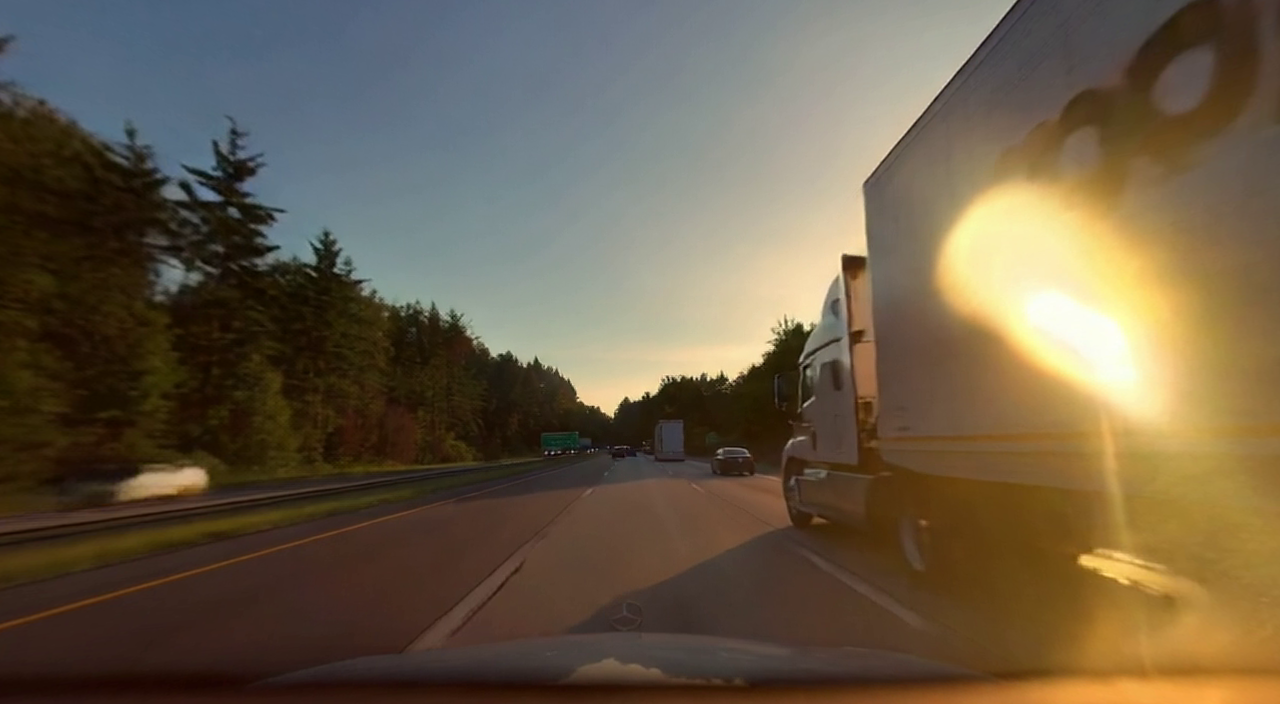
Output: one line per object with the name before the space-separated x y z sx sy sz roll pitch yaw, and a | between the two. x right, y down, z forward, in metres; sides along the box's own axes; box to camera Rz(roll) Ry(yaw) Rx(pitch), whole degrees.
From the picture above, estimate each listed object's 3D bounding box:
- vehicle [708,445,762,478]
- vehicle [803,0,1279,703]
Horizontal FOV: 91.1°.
vehicle | 4.605 5.368 31.029 1.910 1.474 3.776 0 -9 -2
vehicle | 4.073 -0.358 2.338 2.973 4.007 14.076 0 -9 -1
